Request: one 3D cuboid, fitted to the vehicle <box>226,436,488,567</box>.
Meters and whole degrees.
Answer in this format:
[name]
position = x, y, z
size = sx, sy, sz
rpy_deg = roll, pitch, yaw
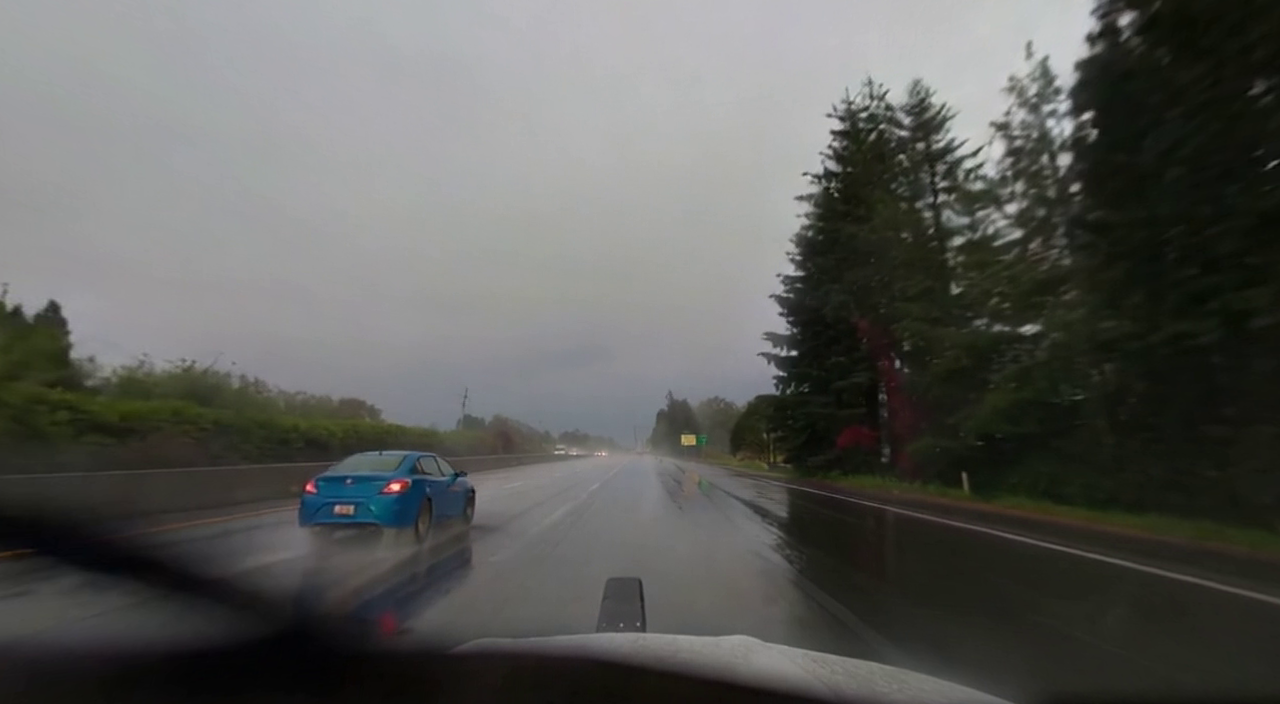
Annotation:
[vehicle]
position = -3.865, 2.085, 9.536
size = 2.121, 1.537, 3.852
rpy_deg = 0, -9, 1
